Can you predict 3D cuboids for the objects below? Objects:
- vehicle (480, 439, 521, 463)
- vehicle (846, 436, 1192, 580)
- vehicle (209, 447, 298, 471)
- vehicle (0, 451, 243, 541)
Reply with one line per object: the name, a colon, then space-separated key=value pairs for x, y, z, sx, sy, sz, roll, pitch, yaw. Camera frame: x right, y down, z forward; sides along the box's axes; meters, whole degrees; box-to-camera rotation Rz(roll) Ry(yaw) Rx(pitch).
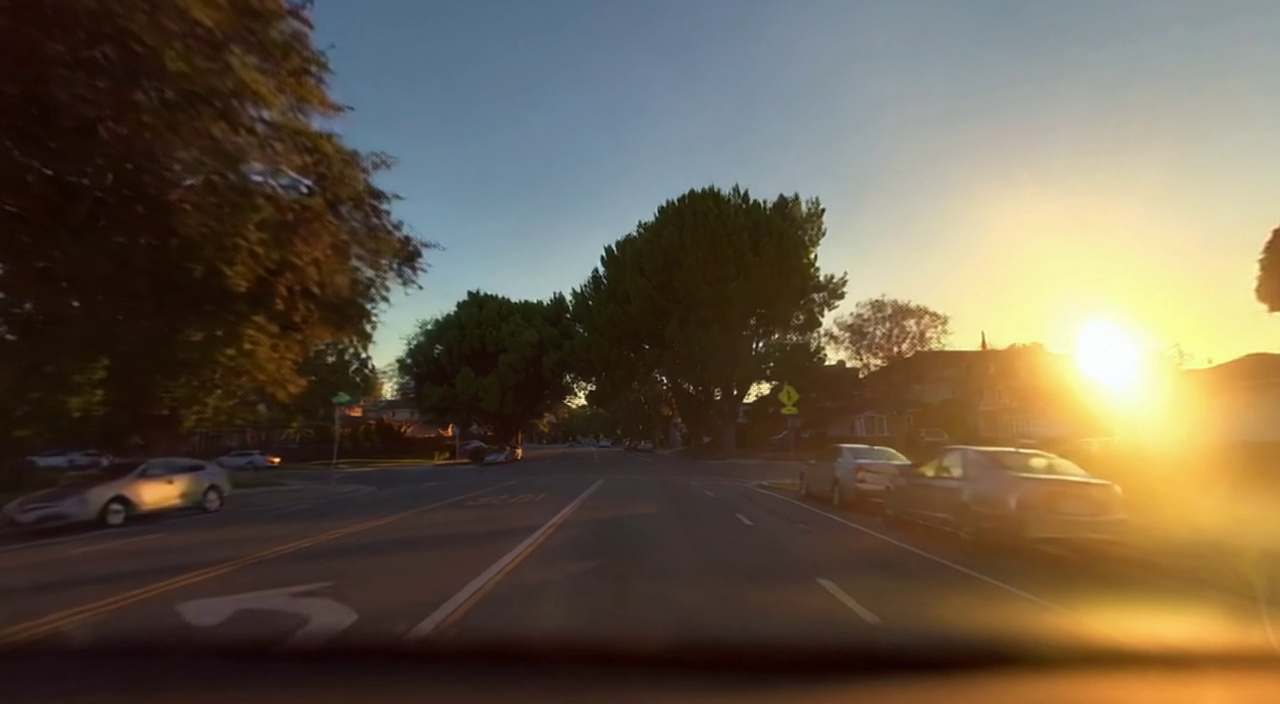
vehicle: x=-10.916 y=7.776 z=49.748 sx=2.037 sy=1.755 sz=4.434 roll=0 pitch=-8 yaw=2
vehicle: x=4.695 y=1.955 z=8.889 sx=2.196 sy=1.472 sz=4.426 roll=0 pitch=-8 yaw=1
vehicle: x=-24.466 y=6.770 z=40.120 sx=4.197 sy=1.431 sz=2.165 roll=0 pitch=-8 yaw=0
vehicle: x=-10.845 y=2.857 z=13.258 sx=1.949 sy=1.457 sz=4.581 roll=0 pitch=-8 yaw=1
